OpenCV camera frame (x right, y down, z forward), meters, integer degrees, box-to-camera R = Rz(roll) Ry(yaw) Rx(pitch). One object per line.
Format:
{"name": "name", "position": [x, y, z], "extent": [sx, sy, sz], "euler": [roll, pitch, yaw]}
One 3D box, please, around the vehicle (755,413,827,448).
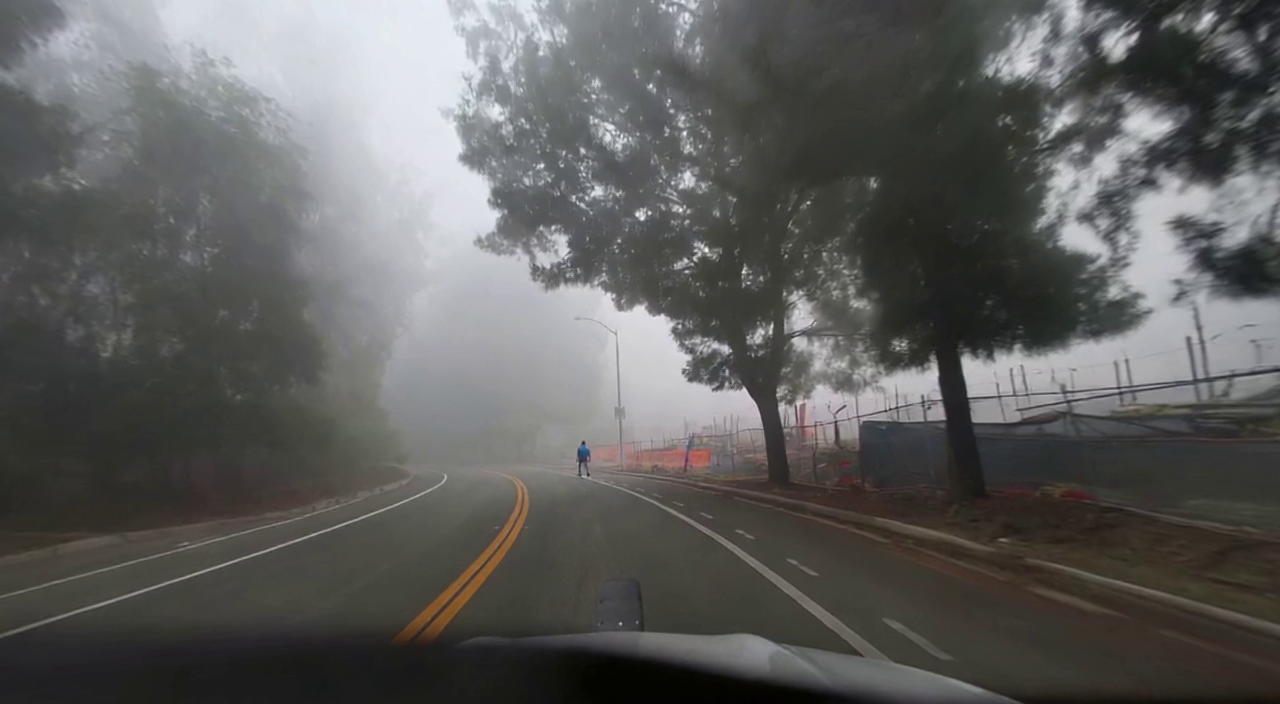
{"name": "vehicle", "position": [6.817, 3.640, 28.944], "extent": [1.635, 1.445, 3.563], "euler": [1, -9, -15]}

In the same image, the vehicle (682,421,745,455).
{"name": "vehicle", "position": [4.638, 5.471, 39.925], "extent": [3.451, 1.504, 1.652], "euler": [9, -15, -9]}

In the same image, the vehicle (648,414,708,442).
{"name": "vehicle", "position": [2.839, 5.696, 47.248], "extent": [3.916, 1.765, 1.785], "euler": [-2, -6, -21]}
